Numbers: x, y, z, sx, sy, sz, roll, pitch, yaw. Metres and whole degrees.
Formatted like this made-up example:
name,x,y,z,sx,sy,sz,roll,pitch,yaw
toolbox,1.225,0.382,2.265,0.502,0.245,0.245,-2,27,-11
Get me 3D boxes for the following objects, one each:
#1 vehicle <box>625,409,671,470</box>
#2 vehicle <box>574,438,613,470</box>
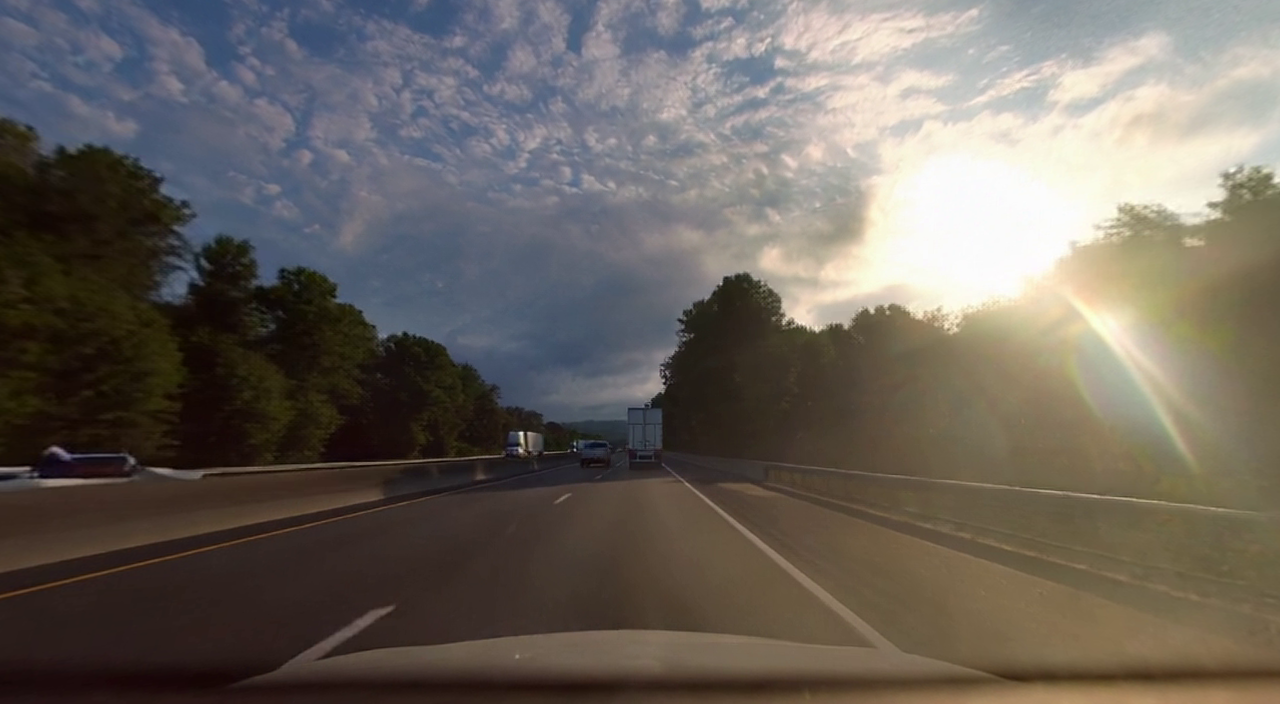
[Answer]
name,x,y,z,sx,sy,sz,roll,pitch,yaw
vehicle,0.495,6.572,46.771,3.024,3.965,10.399,0,-9,-1
vehicle,-3.235,7.310,45.253,2.283,2.156,5.546,0,-9,1
